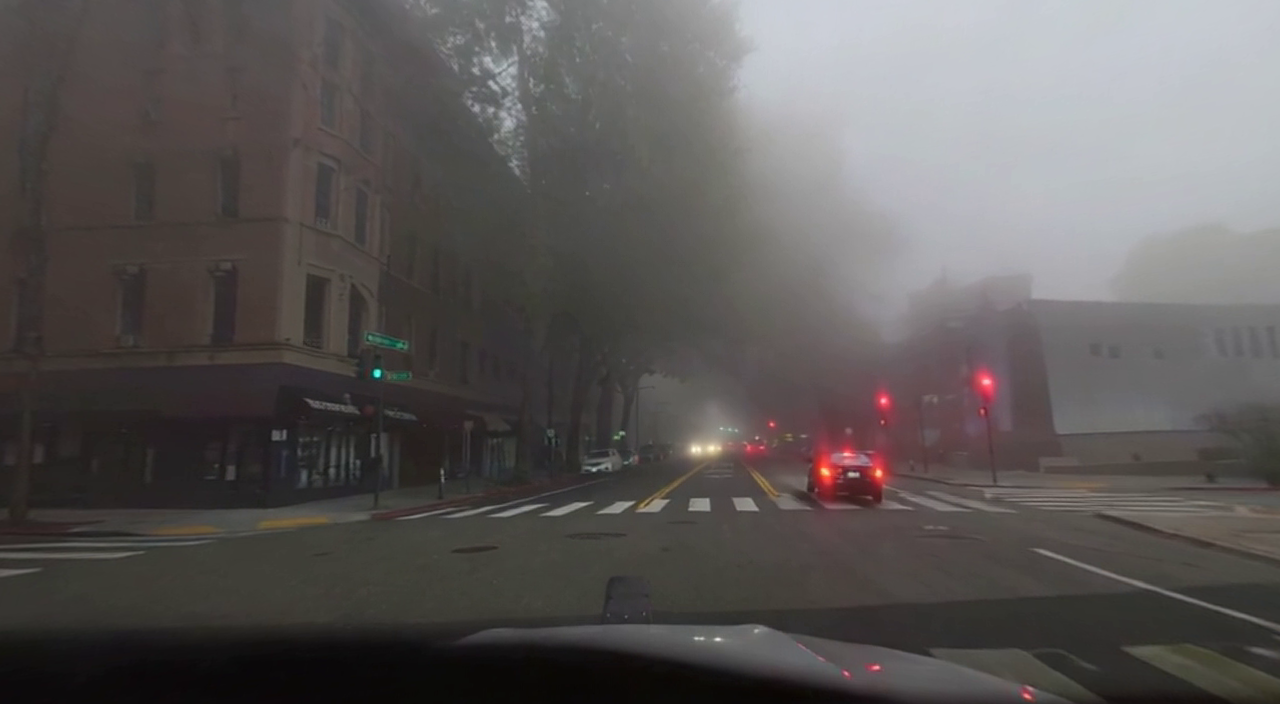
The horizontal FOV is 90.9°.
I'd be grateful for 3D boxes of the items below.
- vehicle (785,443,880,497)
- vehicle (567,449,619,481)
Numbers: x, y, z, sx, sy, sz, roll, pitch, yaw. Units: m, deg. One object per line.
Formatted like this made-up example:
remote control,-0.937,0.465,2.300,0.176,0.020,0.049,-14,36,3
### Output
vehicle,5.788,3.570,19.500,2.014,1.474,4.090,-1,-8,6
vehicle,-2.505,6.176,34.883,2.127,1.533,4.547,-1,-8,5
